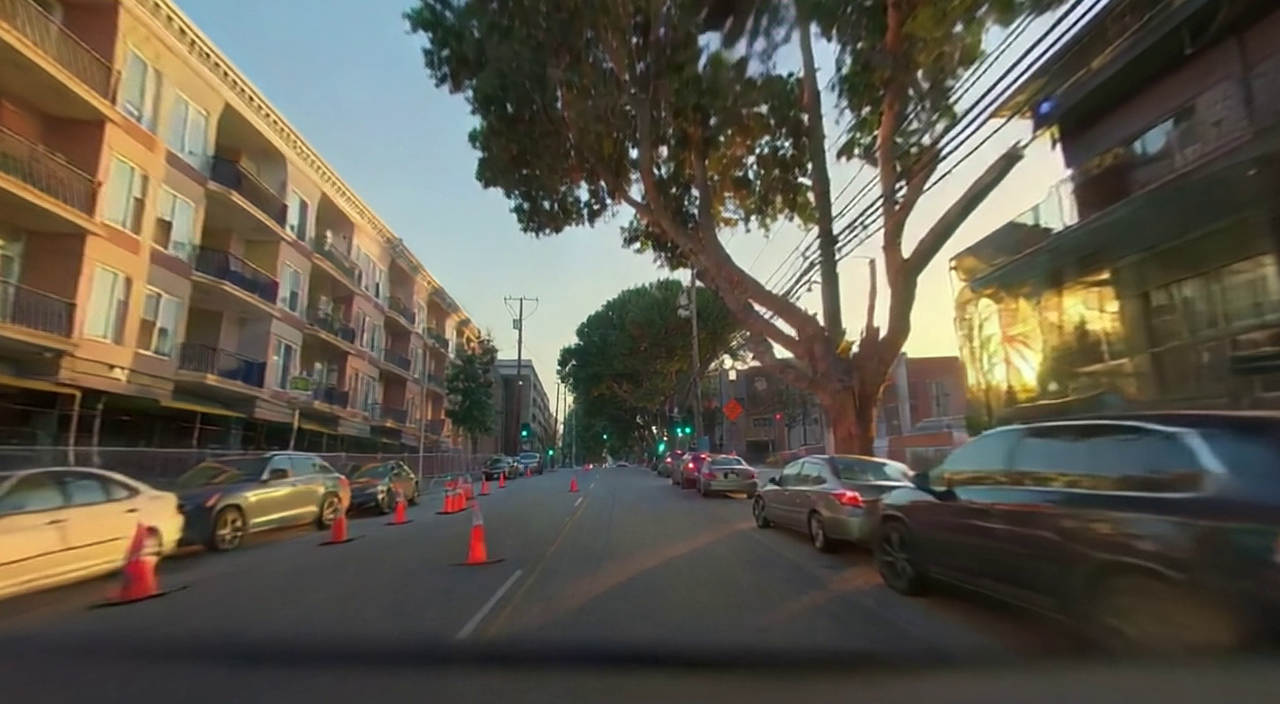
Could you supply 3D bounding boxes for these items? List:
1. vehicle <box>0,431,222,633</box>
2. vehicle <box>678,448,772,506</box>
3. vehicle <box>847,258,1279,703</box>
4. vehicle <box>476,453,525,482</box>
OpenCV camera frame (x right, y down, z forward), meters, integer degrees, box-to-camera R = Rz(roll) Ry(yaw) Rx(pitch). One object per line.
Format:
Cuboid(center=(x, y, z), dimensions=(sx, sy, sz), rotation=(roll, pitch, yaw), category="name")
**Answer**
Cuboid(center=(-6.460, 1.635, 6.058), dimensions=(1.971, 1.697, 4.450), rotation=(1, -9, -3), category="vehicle")
Cuboid(center=(2.435, 3.726, 19.375), dimensions=(2.010, 1.499, 4.754), rotation=(1, -9, -3), category="vehicle")
Cuboid(center=(3.144, 1.007, 3.797), dimensions=(1.994, 1.857, 4.393), rotation=(2, -14, -4), category="vehicle")
Cuboid(center=(-7.543, 6.278, 34.579), dimensions=(1.968, 1.450, 4.271), rotation=(1, -9, -3), category="vehicle")
